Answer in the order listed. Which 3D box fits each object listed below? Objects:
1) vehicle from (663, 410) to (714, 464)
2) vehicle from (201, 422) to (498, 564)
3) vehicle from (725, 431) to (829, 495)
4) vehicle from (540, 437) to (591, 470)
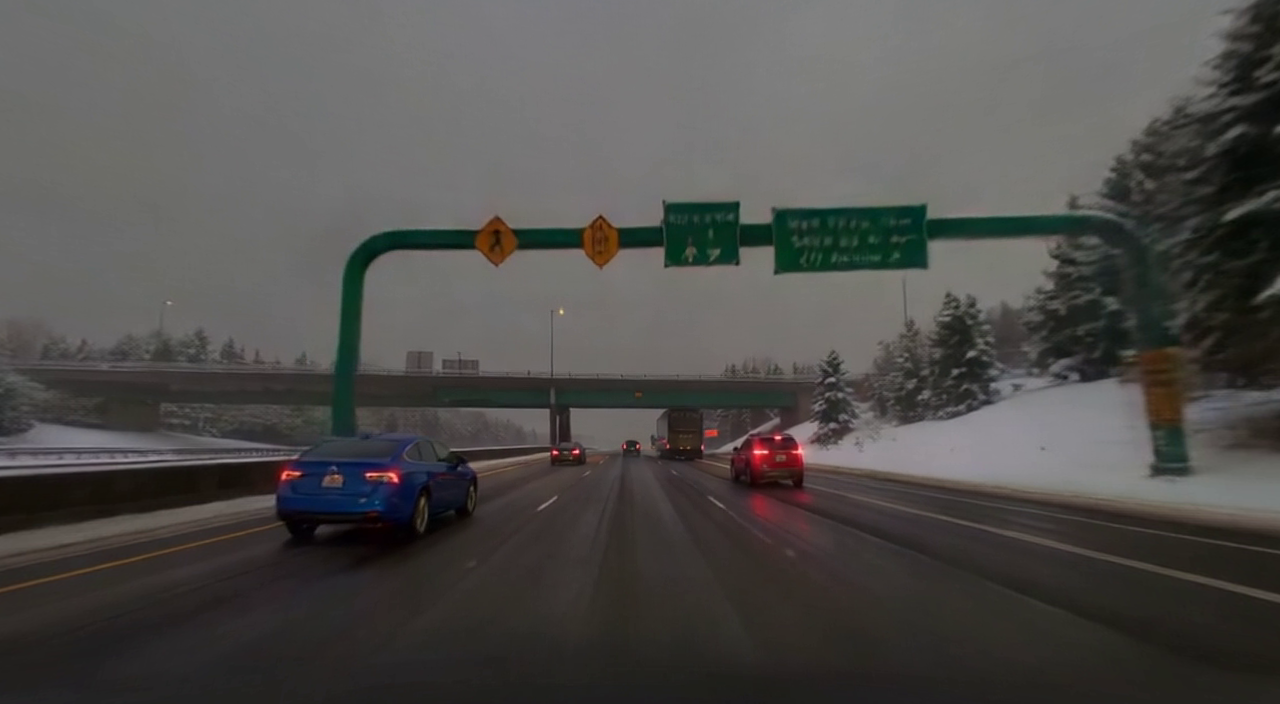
[{"bbox_3d":[3.458,6.537,48.081,2.824,3.585,11.410,0,-8,-1],"label":"vehicle"},{"bbox_3d":[-3.612,1.832,9.017,2.122,1.486,4.532,0,-8,0],"label":"vehicle"},{"bbox_3d":[3.812,3.165,18.322,2.001,1.625,4.088,0,-8,-1],"label":"vehicle"},{"bbox_3d":[-3.584,4.954,31.030,2.064,1.479,4.370,0,-8,-1],"label":"vehicle"}]
